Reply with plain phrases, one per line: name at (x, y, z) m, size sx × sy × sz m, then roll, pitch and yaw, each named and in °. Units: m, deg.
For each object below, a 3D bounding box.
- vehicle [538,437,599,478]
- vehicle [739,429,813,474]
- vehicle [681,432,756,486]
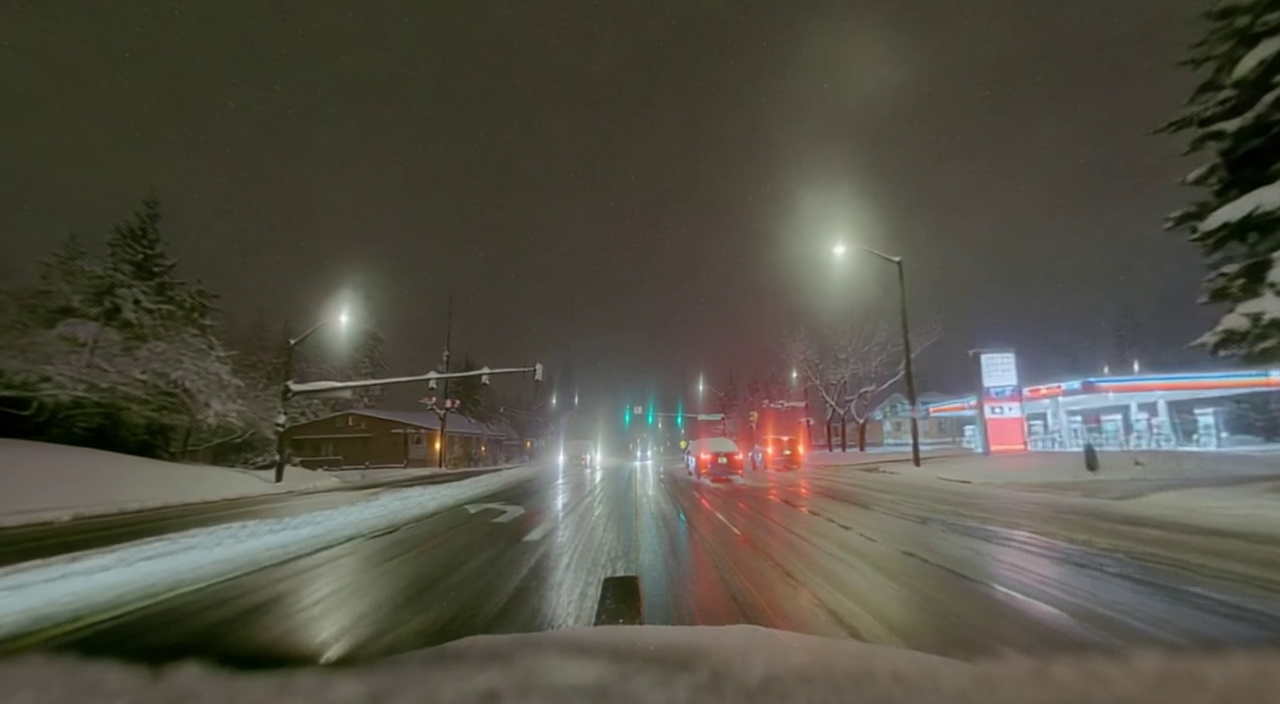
vehicle at (-3.332, 5.021, 30.299) m, size 2.261 × 1.820 × 4.255 m, roll -1°, pitch -9°, yaw 2°
vehicle at (7.027, 5.232, 33.361) m, size 2.510 × 2.176 × 5.527 m, roll 0°, pitch -9°, yaw -2°
vehicle at (2.813, 3.978, 23.779) m, size 2.140 × 1.800 × 4.660 m, roll 0°, pitch -9°, yaw -1°
